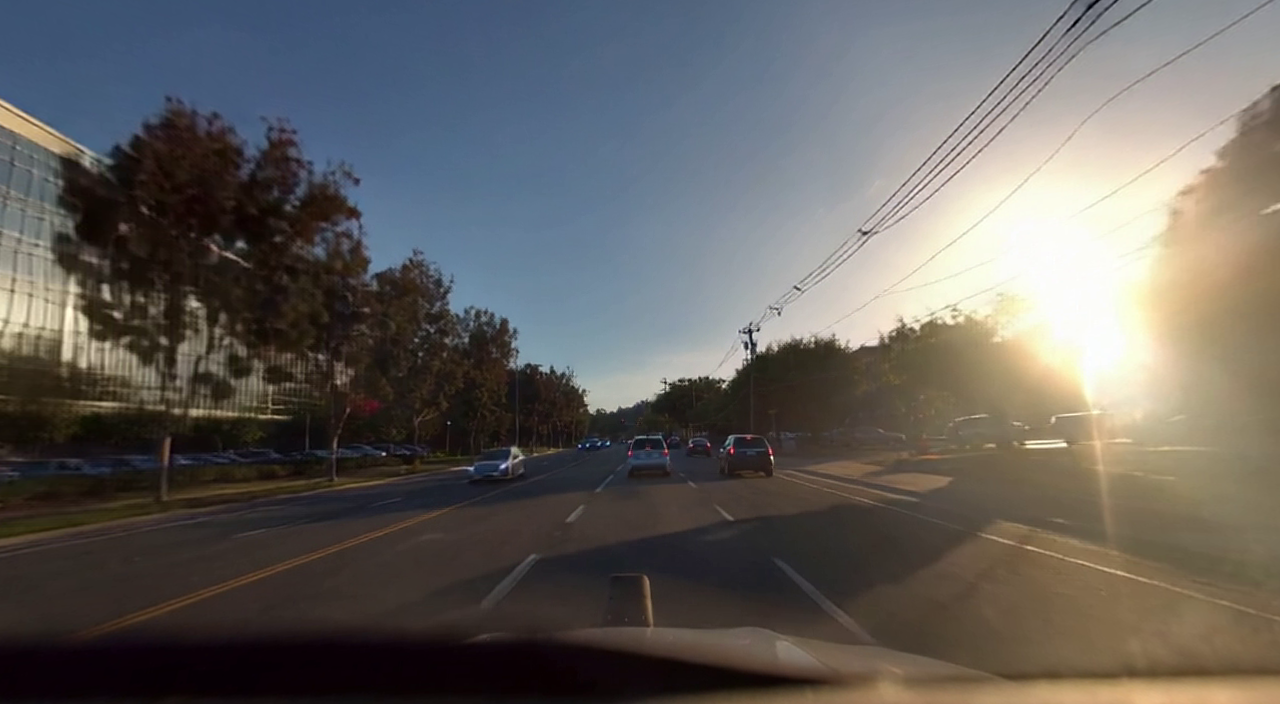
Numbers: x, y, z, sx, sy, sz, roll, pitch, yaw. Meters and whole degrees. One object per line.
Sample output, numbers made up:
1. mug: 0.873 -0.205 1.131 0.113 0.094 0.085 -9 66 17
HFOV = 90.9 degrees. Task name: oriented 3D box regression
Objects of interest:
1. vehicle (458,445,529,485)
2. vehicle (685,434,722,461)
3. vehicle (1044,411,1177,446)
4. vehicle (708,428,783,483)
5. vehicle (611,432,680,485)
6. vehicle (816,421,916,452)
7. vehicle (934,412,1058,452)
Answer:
1. vehicle: -6.153 4.766 27.024 1.947 1.541 4.280 0 -8 1
2. vehicle: 4.202 6.421 42.372 2.024 1.711 4.512 0 -8 0
3. vehicle: 21.756 3.560 29.272 4.641 1.477 1.844 -1 -8 -1
4. vehicle: 3.578 3.586 22.070 1.914 1.698 4.049 0 -8 0
5. vehicle: 0.208 3.678 22.133 2.200 1.653 4.127 0 -8 1
6. vehicle: 15.192 5.694 42.501 5.731 1.720 2.822 -8 -10 31
7. vehicle: 16.101 3.669 28.687 4.392 1.709 2.002 0 -8 -2
